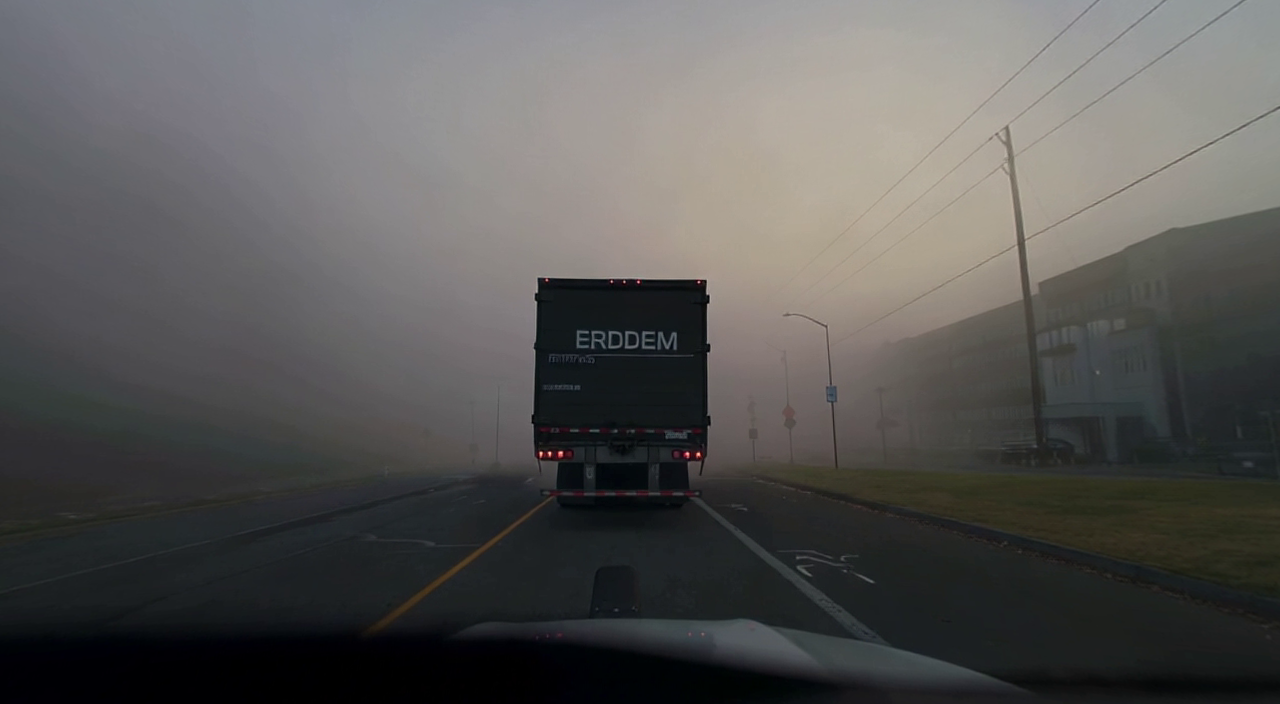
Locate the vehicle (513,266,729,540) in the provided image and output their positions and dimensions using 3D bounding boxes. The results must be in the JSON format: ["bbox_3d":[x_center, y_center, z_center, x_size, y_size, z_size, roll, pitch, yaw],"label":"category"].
[{"bbox_3d":[-0.187,1.275,13.260,2.876,3.724,9.351,-1,-8,1],"label":"vehicle"}]

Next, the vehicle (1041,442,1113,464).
[{"bbox_3d":[31.355,7.216,45.168,1.652,1.423,3.797,5,-9,-35],"label":"vehicle"}]
